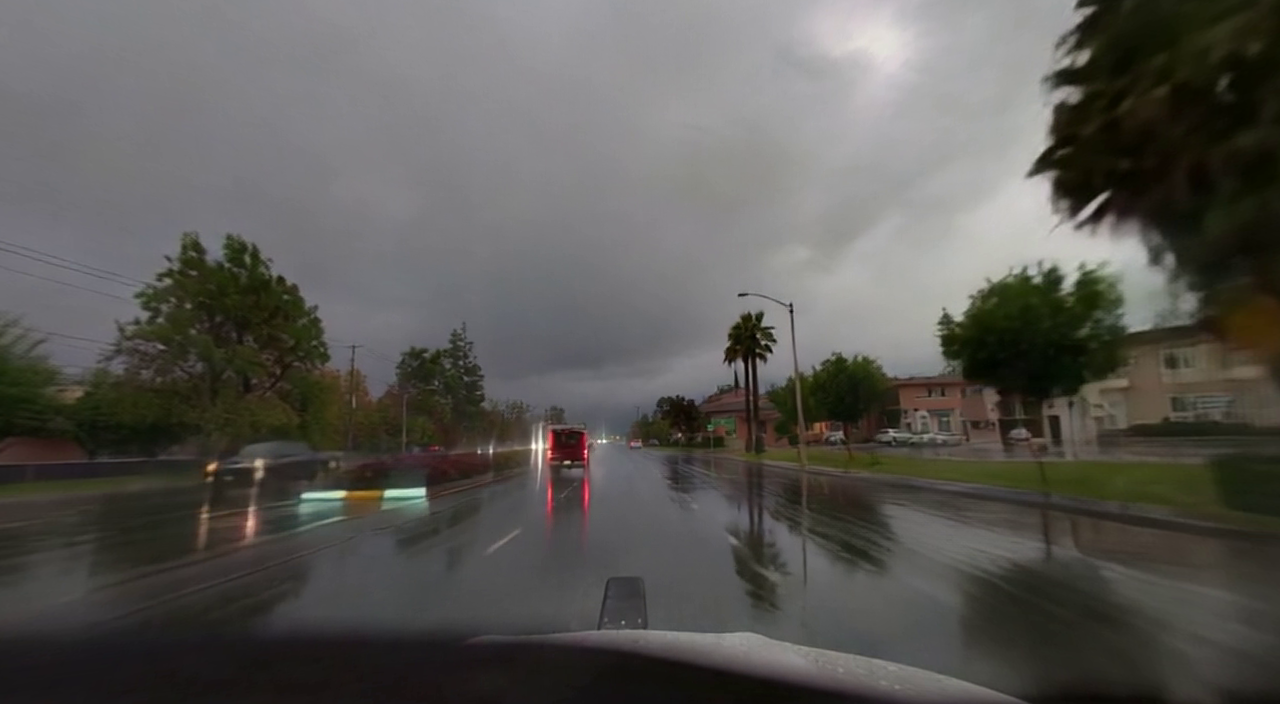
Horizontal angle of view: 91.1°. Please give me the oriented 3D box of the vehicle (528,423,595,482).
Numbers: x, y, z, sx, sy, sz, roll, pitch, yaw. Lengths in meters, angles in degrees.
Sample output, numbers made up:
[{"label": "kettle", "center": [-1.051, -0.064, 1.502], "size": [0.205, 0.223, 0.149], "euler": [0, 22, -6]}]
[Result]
[{"label": "vehicle", "center": [-3.203, 4.249, 26.742], "size": [2.507, 2.161, 6.049], "euler": [1, -9, -5]}]

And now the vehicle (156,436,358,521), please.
[{"label": "vehicle", "center": [-8.792, 2.915, 15.035], "size": [2.114, 1.698, 4.415], "euler": [0, -9, -2]}]
